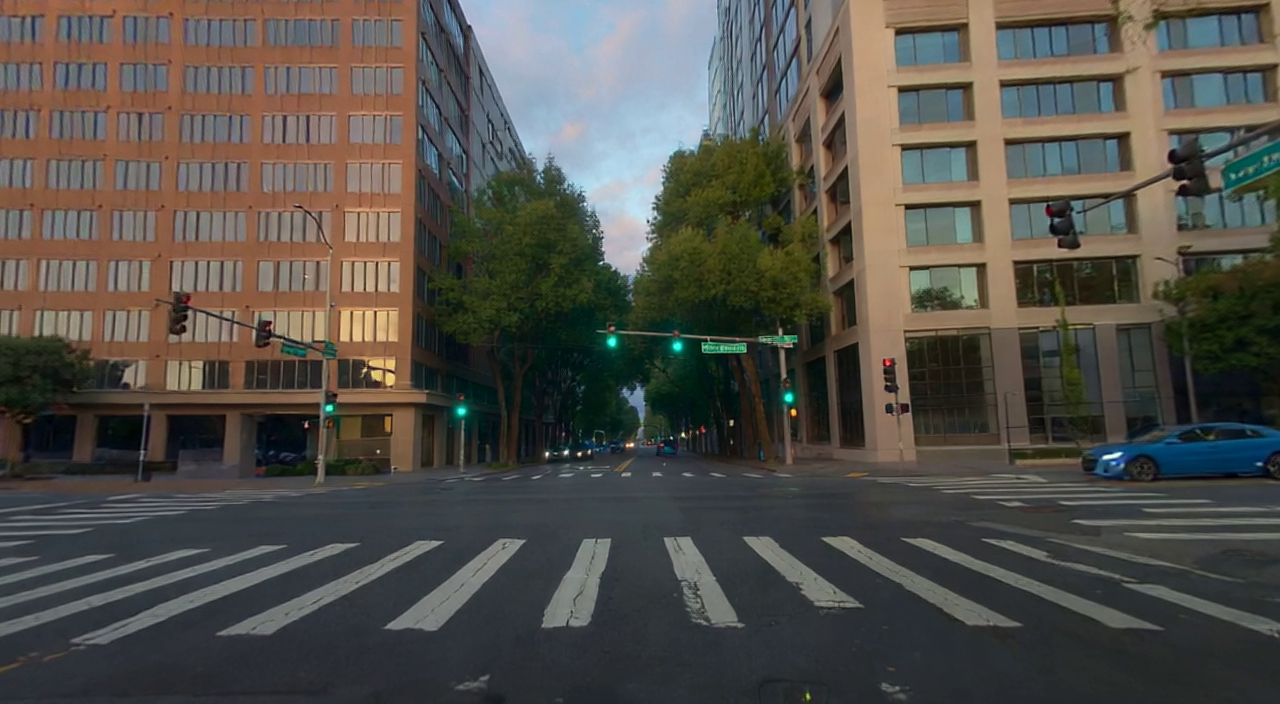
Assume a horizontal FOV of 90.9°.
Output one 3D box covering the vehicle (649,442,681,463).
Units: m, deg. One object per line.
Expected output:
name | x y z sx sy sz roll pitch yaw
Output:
vehicle | 1.814 7.583 47.830 2.039 1.470 4.355 0 -8 -3

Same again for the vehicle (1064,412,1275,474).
vehicle | 16.921 2.943 20.400 4.802 1.860 2.146 0 -8 0
